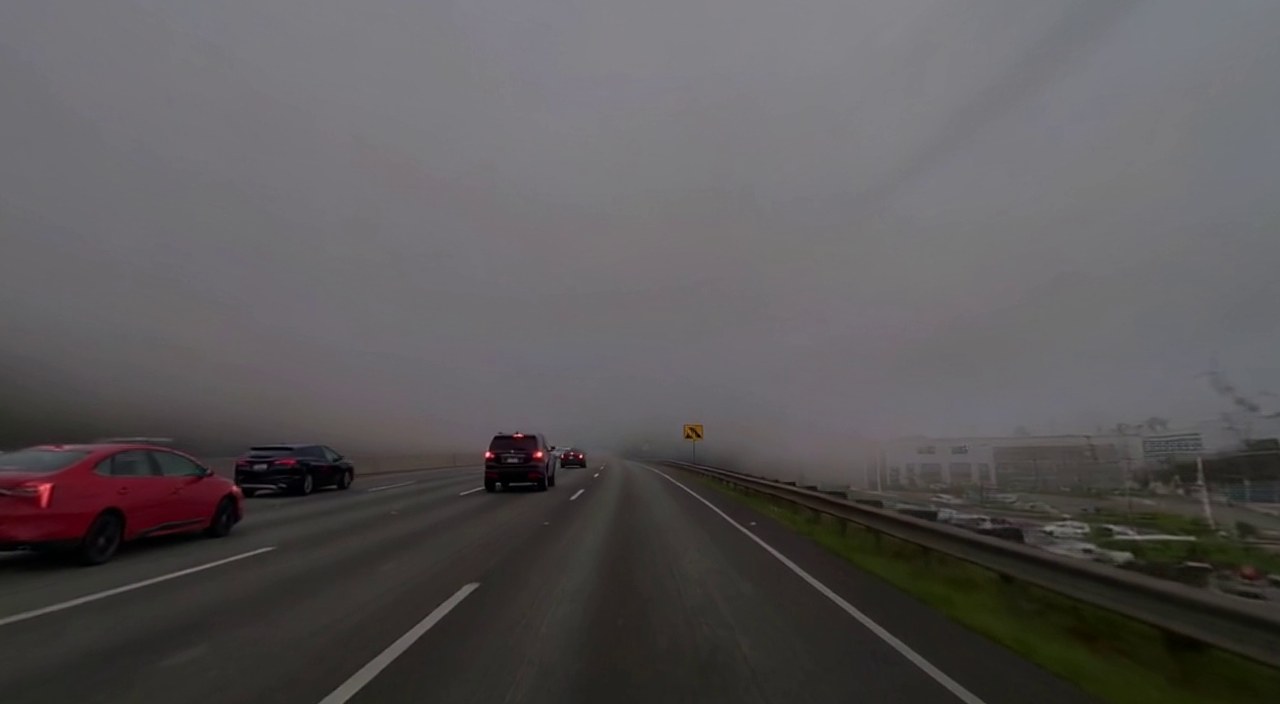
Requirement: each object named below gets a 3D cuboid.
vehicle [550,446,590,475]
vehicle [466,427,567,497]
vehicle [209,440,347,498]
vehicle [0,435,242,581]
[{"bbox_3d":[-4.051,6.340,37.121,1.955,1.614,3.817,0,-8,-1],"label":"vehicle"},{"bbox_3d":[-3.870,3.552,20.838,2.301,1.985,5.247,0,-8,0],"label":"vehicle"},{"bbox_3d":[-11.632,3.755,20.695,1.919,1.665,4.394,0,-8,-1],"label":"vehicle"},{"bbox_3d":[-7.272,1.879,8.335,1.796,1.509,3.393,0,-8,-1],"label":"vehicle"}]
